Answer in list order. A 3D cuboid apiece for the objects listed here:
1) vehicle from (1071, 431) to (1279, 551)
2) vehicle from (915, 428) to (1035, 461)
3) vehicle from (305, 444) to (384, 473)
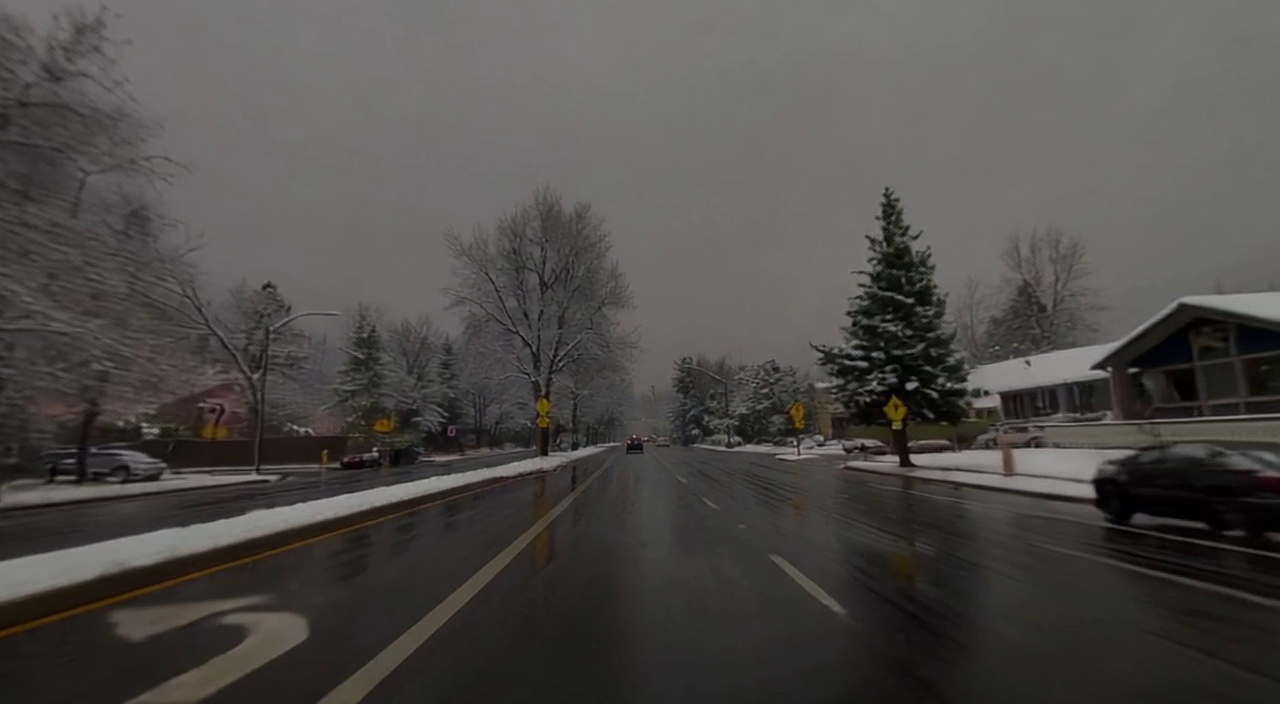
[{"bbox_3d":[8.751,1.874,8.943,1.925,1.454,4.493,0,-8,-3],"label":"vehicle"},{"bbox_3d":[16.171,4.498,30.735,4.719,1.513,1.899,-2,-8,10],"label":"vehicle"},{"bbox_3d":[-20.501,7.379,43.977,4.534,1.724,1.952,-3,-8,1],"label":"vehicle"}]
